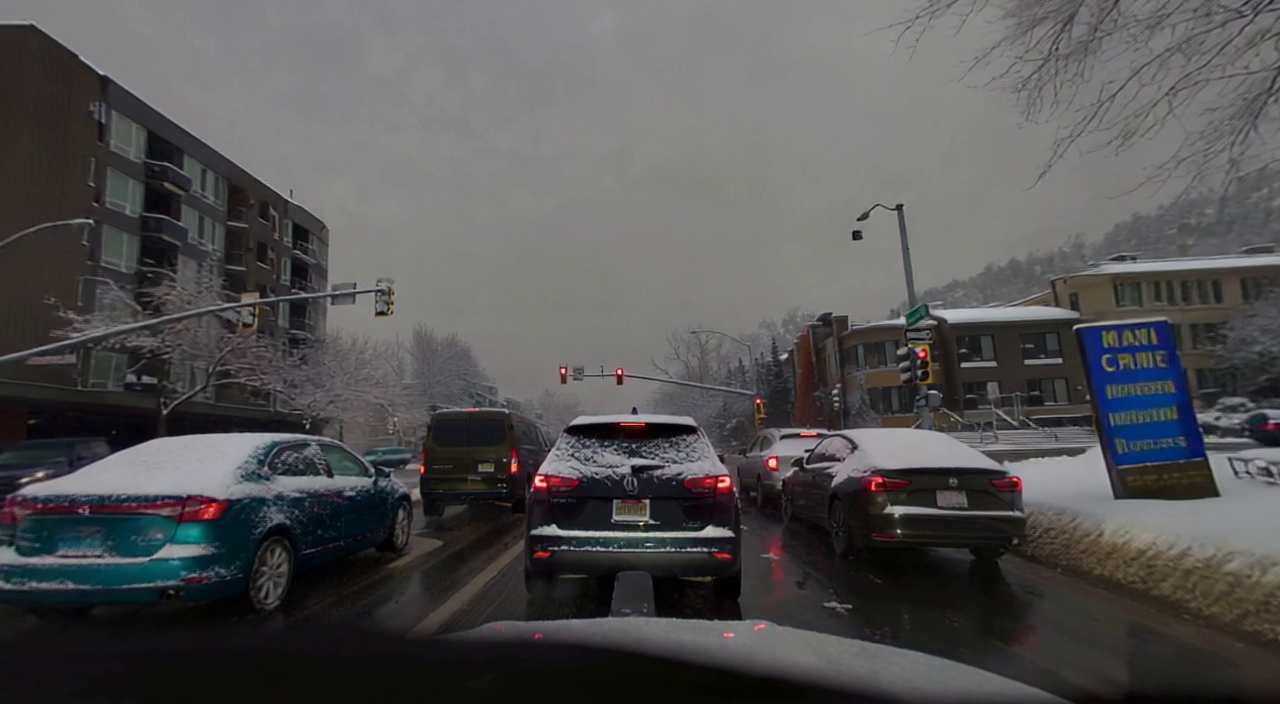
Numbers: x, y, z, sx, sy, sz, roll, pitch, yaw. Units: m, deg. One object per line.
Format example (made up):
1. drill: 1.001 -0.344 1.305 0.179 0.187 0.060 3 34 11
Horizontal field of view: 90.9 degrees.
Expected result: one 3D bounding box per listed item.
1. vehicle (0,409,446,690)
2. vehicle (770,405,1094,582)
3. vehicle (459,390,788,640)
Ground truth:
1. vehicle: -3.548 1.421 5.819 1.906 1.524 4.547 0 -8 2
2. vehicle: 3.217 1.662 8.251 2.004 1.646 4.554 0 -8 -1
3. vehicle: -0.130 1.408 6.433 2.195 1.662 4.262 0 -8 -1
